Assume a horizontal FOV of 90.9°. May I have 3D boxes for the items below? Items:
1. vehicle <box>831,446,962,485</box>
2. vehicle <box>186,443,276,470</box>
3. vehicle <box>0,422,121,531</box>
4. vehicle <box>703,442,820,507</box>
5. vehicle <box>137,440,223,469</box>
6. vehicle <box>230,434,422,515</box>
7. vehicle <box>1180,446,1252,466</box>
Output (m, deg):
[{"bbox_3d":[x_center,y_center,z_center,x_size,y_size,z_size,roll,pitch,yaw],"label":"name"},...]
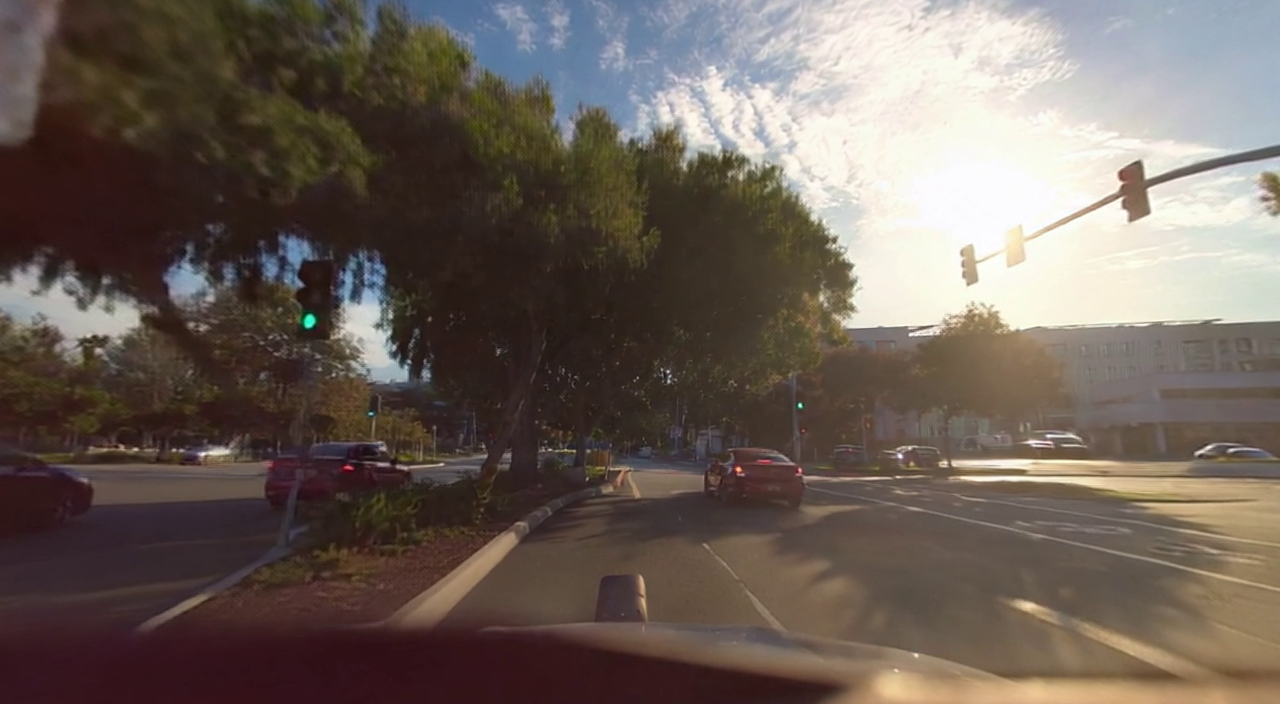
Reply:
[{"bbox_3d":[10.572,4.648,26.112,4.703,1.492,1.930,2,-9,-14],"label":"vehicle"},{"bbox_3d":[-23.344,5.988,36.254,2.119,1.428,4.622,0,-8,-1],"label":"vehicle"},{"bbox_3d":[-9.856,1.683,8.410,1.979,1.494,4.693,0,-8,-2],"label":"vehicle"},{"bbox_3d":[3.043,3.174,16.926,1.940,1.487,4.562,0,-8,-4],"label":"vehicle"},{"bbox_3d":[-30.065,6.717,41.411,2.134,1.778,4.750,0,-8,-2],"label":"vehicle"},{"bbox_3d":[-6.555,2.586,13.876,1.995,1.470,4.556,0,-8,-2],"label":"vehicle"},{"bbox_3d":[43.732,7.871,47.977,1.723,1.431,3.880,0,-8,-2],"label":"vehicle"}]
